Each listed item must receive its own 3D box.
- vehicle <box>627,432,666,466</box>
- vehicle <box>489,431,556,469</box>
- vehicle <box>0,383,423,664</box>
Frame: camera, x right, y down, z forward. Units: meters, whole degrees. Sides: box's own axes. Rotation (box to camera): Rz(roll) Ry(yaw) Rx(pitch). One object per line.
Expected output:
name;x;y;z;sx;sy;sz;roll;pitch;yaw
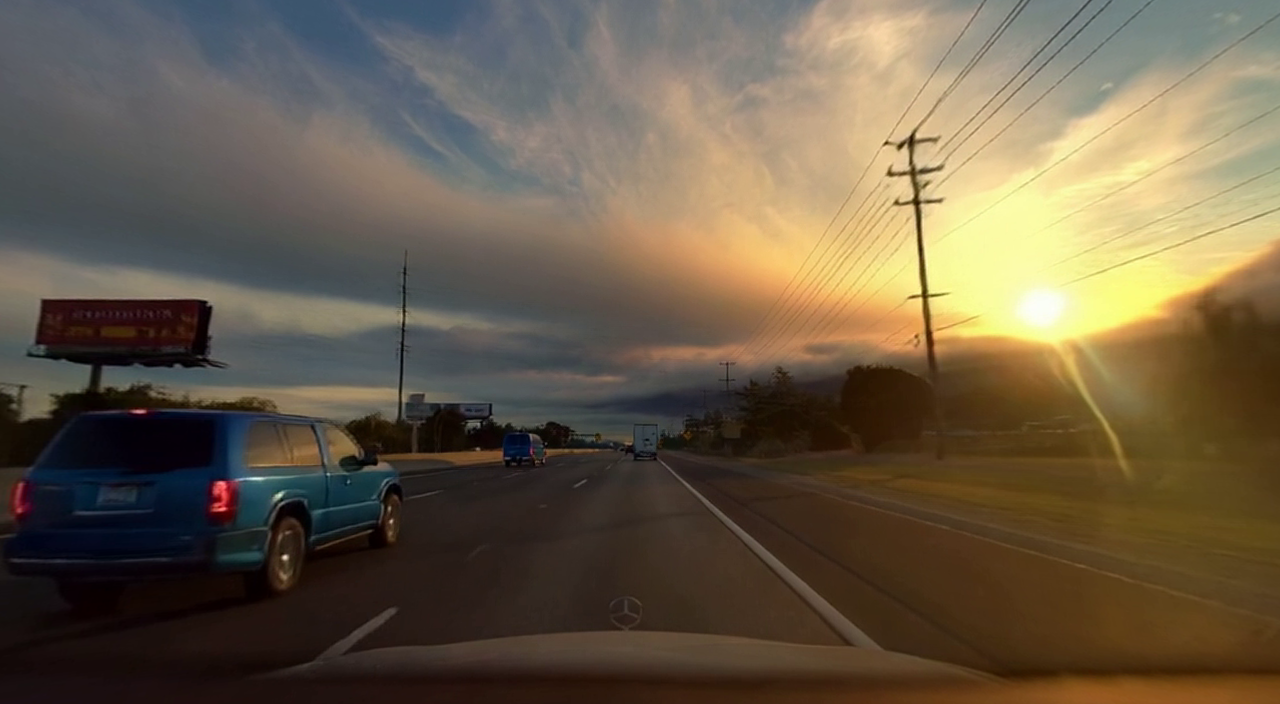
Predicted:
vehicle;0.428;7.128;46.270;2.692;2.279;5.695;0;-8;0
vehicle;-6.935;5.936;38.123;2.695;2.084;6.836;0;-8;1
vehicle;-4.113;1.407;6.328;2.145;1.730;4.729;0;-8;0
